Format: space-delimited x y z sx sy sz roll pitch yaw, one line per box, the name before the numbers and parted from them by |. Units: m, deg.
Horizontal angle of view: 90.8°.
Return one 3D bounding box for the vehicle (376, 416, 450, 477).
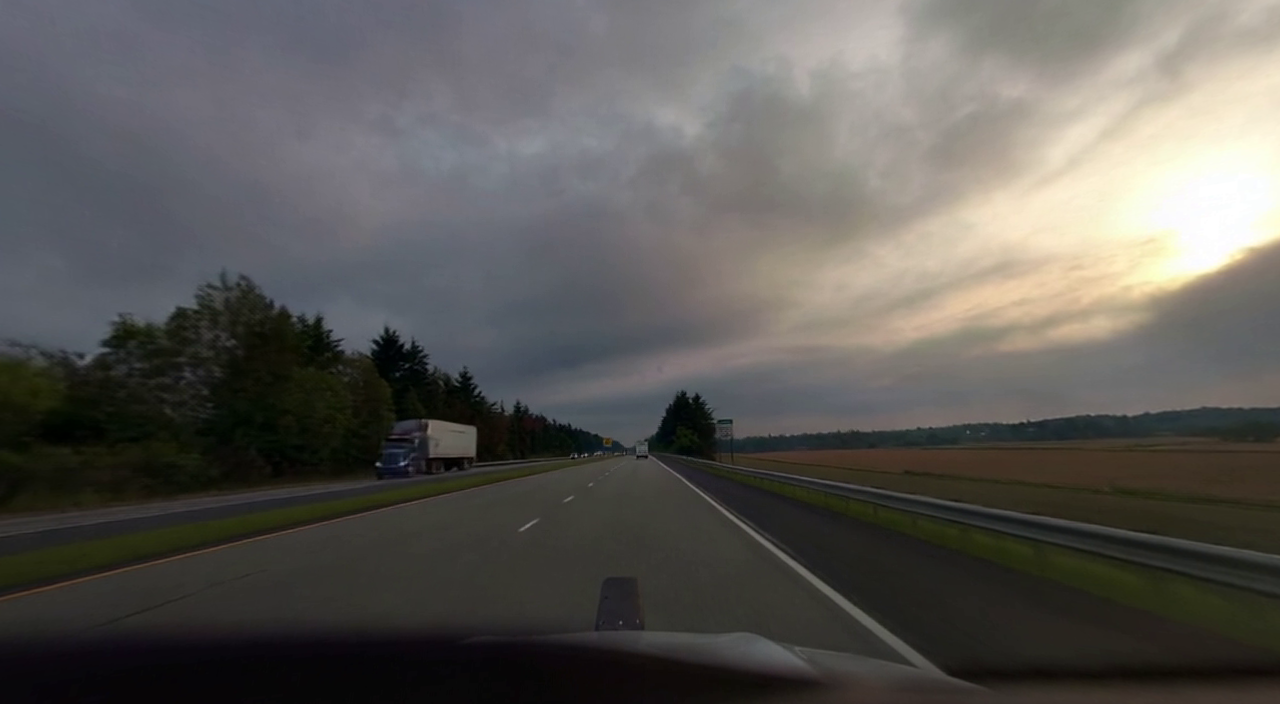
vehicle | -15.794 6.654 44.394 2.956 3.925 5.821 0 -9 0
